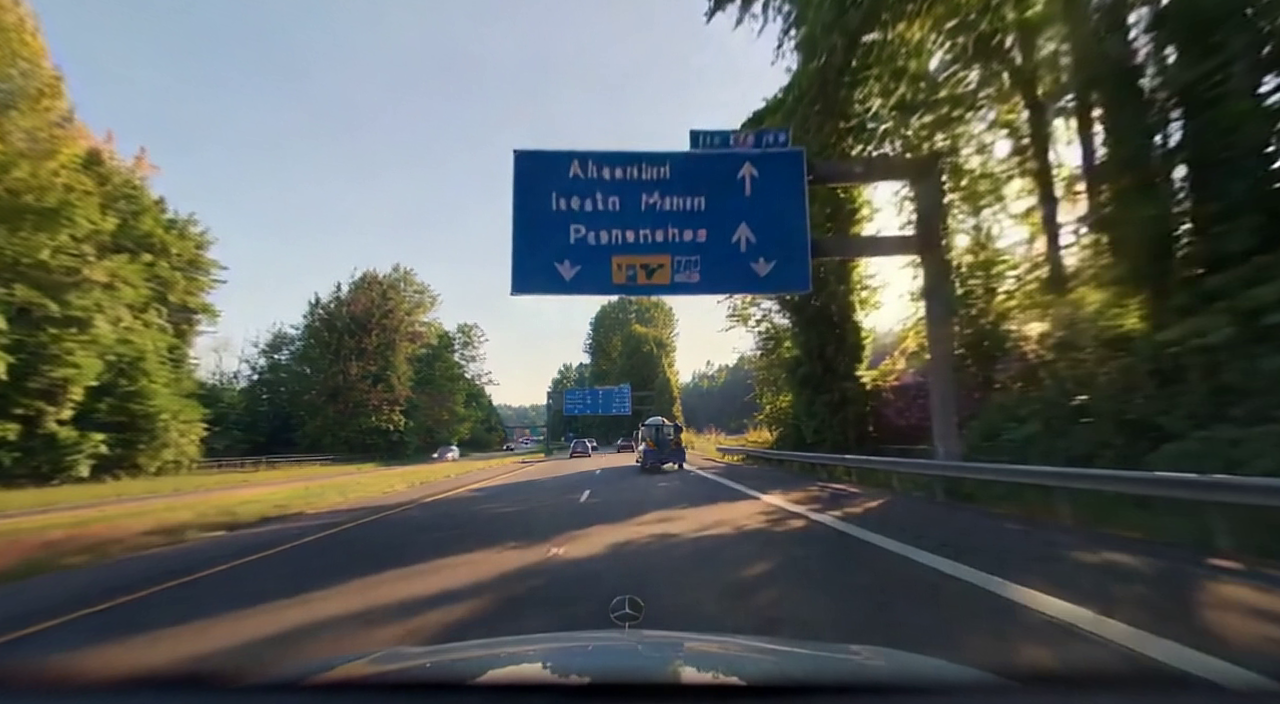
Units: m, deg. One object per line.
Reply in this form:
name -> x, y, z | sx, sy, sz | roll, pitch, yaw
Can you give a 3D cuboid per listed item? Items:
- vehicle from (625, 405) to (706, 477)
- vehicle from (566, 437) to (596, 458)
vehicle -> 0.799, 3.510, 24.894 | 2.677, 2.439, 6.402 | 0, -8, -3
vehicle -> -4.518, 7.378, 48.622 | 2.114, 1.504, 3.924 | 0, -8, -2
